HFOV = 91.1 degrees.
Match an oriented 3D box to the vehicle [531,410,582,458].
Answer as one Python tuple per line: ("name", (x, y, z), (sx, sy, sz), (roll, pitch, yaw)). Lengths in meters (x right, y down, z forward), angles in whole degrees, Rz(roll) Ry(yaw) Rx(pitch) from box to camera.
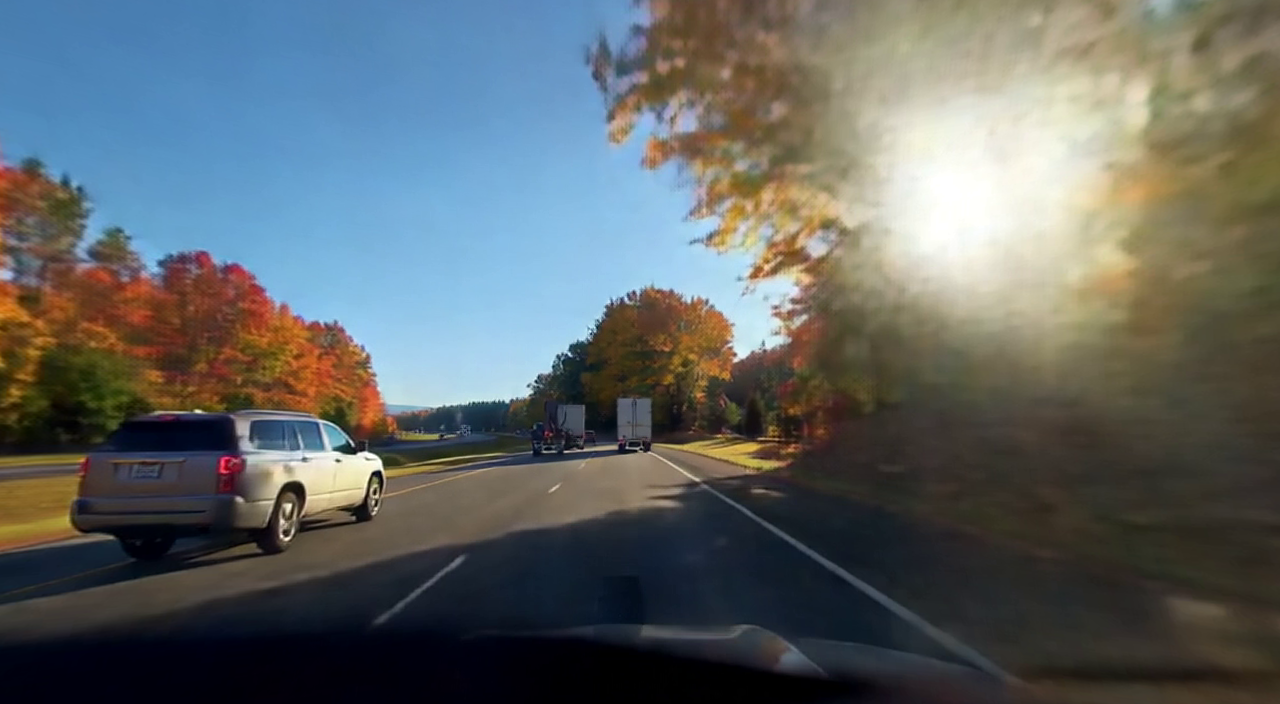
("vehicle", (-5.006, 5.025, 38.445), (2.383, 2.726, 5.677), (0, -8, -1))

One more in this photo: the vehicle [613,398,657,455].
("vehicle", (-0.506, 5.781, 48.459), (3.078, 3.955, 8.774), (0, -8, -2))

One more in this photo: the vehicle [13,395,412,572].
("vehicle", (-4.887, 1.549, 8.275), (2.089, 1.669, 4.515), (0, -8, -1))
